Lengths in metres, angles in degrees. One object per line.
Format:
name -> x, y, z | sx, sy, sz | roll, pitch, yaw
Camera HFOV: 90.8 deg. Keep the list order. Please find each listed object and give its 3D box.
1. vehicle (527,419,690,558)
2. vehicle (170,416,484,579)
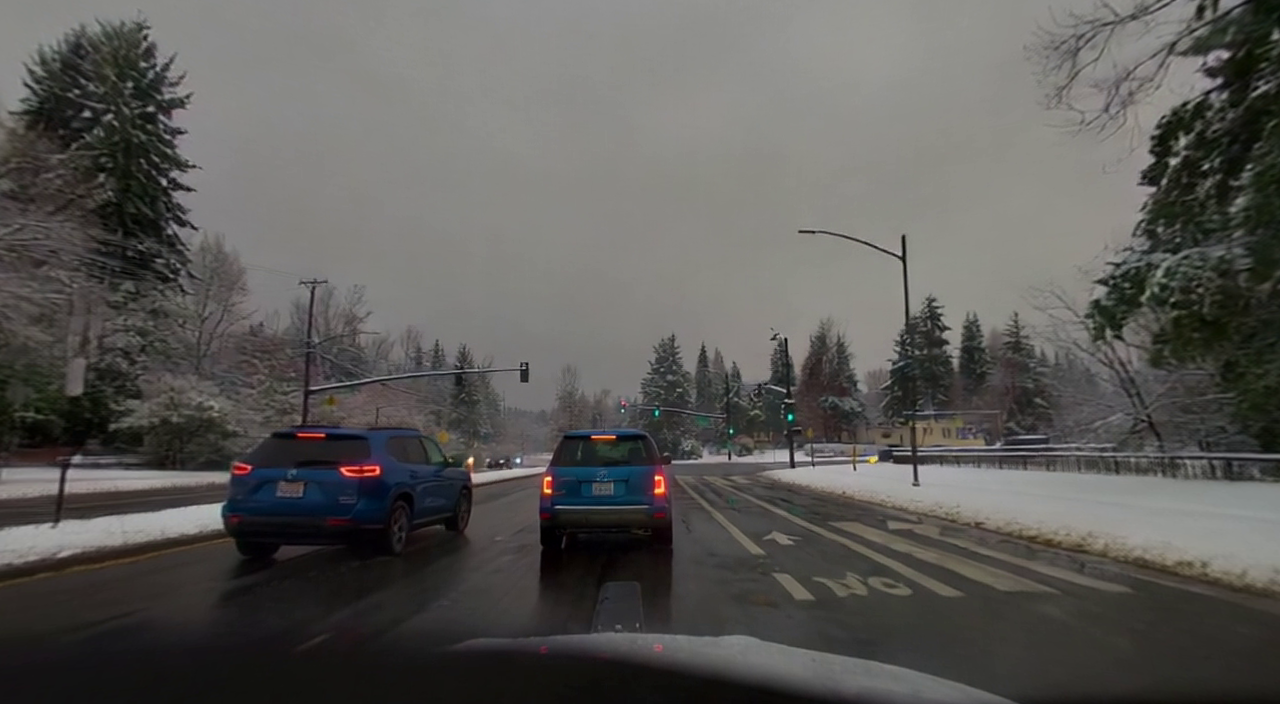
vehicle -> -0.367, 2.170, 10.860 | 2.131, 1.793, 5.016 | 0, -9, 1
vehicle -> -3.849, 1.864, 8.919 | 2.009, 1.673, 4.454 | 0, -9, 2
